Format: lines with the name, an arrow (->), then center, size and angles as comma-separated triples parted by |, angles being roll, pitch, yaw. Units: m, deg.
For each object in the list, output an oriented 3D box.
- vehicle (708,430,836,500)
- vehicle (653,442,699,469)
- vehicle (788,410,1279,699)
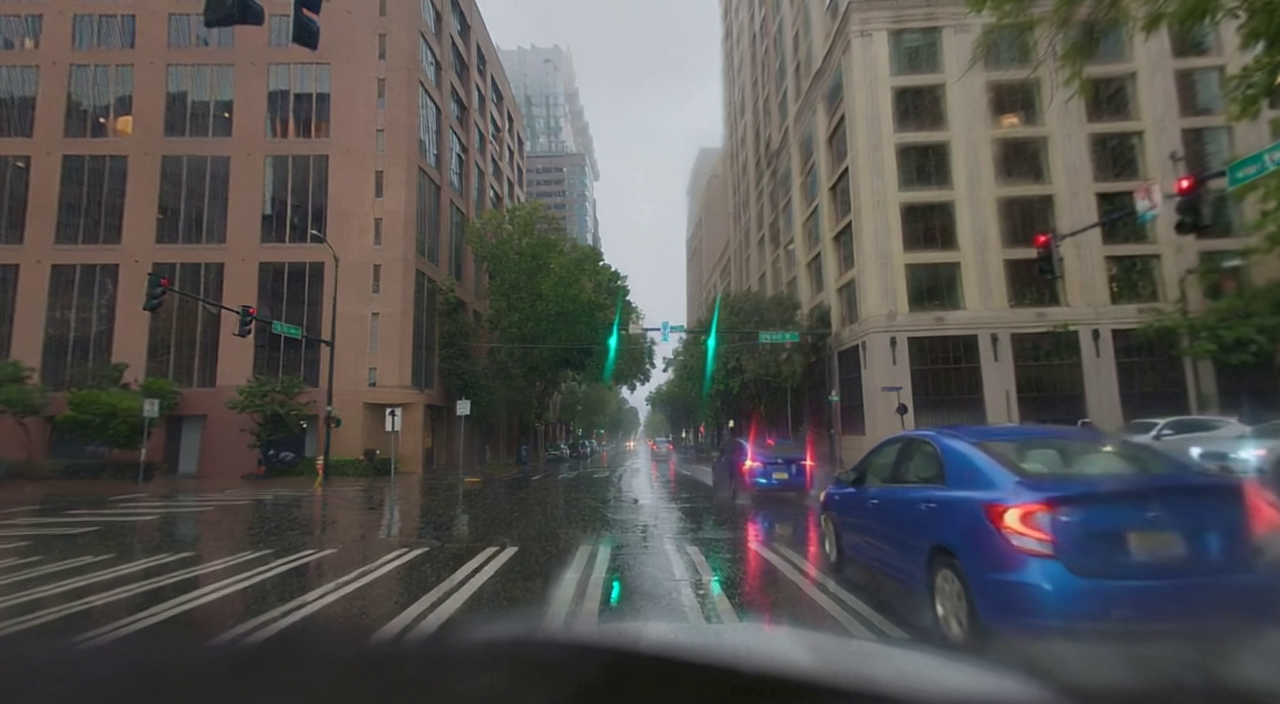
vehicle -> 3.015, 2.702, 15.481 | 2.009, 1.443, 4.509 | 0, -8, -2
vehicle -> 1.918, 5.717, 35.079 | 2.040, 1.421, 4.550 | 0, -8, -3
vehicle -> 2.862, 1.367, 5.508 | 2.039, 1.470, 4.355 | 0, -8, -1
